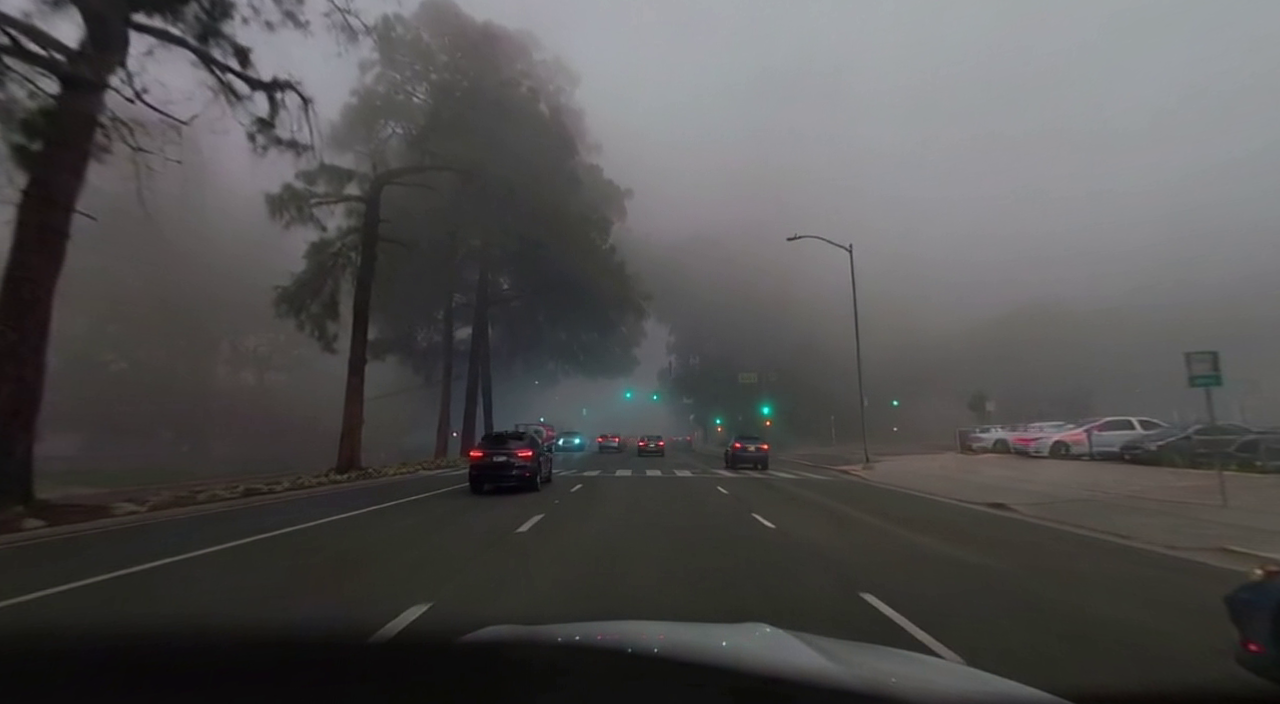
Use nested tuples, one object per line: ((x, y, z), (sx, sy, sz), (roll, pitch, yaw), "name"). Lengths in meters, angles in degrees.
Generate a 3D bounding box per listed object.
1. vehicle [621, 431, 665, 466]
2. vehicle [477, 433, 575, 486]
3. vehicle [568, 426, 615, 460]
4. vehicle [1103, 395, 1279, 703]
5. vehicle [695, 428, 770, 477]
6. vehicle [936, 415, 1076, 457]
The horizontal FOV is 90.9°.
((0.132, 4.927, 32.367), (2.110, 1.662, 4.262), (0, -8, 0), "vehicle")
((-3.474, 3.384, 20.154), (2.049, 1.485, 4.656), (0, -8, 3), "vehicle")
((-3.073, 5.950, 41.331), (2.579, 2.062, 5.123), (0, -8, 2), "vehicle")
((3.853, 0.763, 1.512), (2.128, 1.502, 4.572), (0, -8, 2), "vehicle")
((3.389, 3.800, 23.999), (2.137, 1.646, 4.488), (0, -8, -1), "vehicle")
((15.720, 3.660, 27.292), (4.701, 1.721, 2.103), (0, -8, 0), "vehicle")
